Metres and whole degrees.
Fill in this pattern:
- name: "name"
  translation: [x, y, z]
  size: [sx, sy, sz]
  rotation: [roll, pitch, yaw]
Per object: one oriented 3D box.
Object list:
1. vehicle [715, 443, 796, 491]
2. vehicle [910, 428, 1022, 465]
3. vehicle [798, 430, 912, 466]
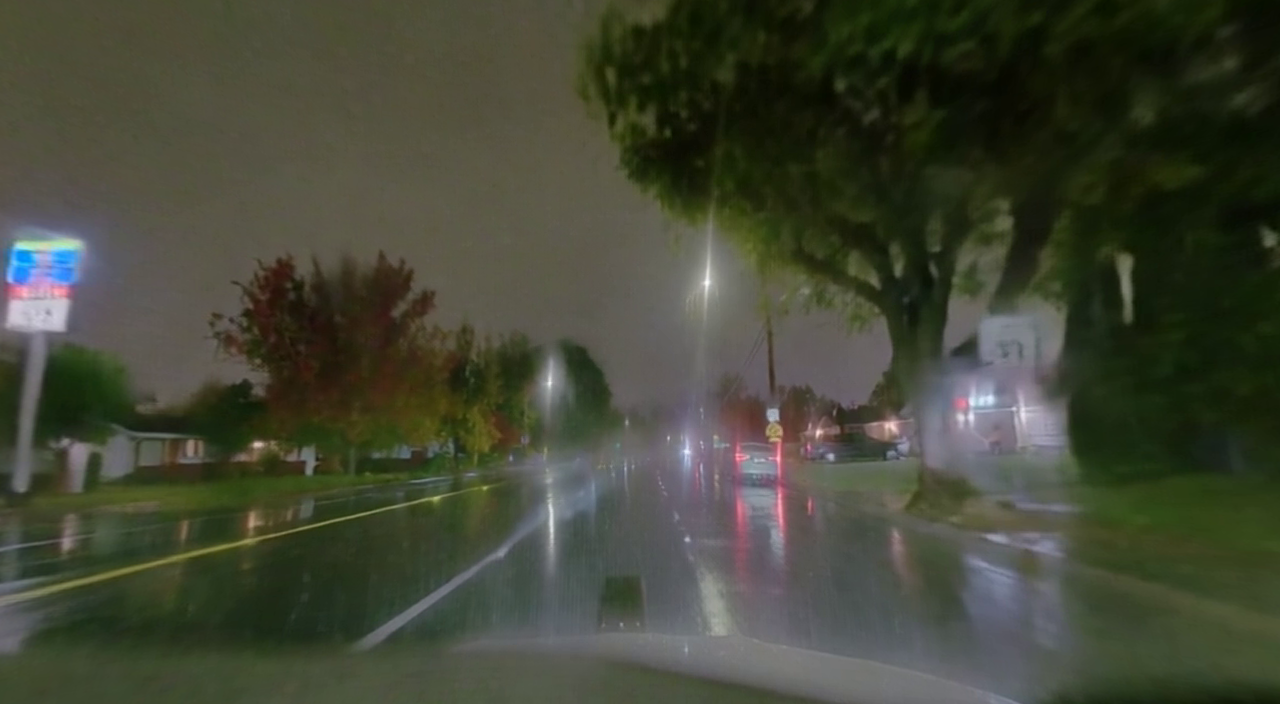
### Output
- name: "vehicle"
  translation: [4.002, 4.068, 22.799]
  size: [2.080, 1.503, 4.821]
  rotation: [0, -8, 1]
- name: "vehicle"
  translation: [15.706, 4.583, 30.628]
  size: [4.290, 1.717, 2.013]
  rotation: [-1, -9, 7]
- name: "vehicle"
  translation: [11.412, 5.156, 33.948]
  size: [5.369, 1.860, 2.163]
  rotation: [-1, -9, 5]
